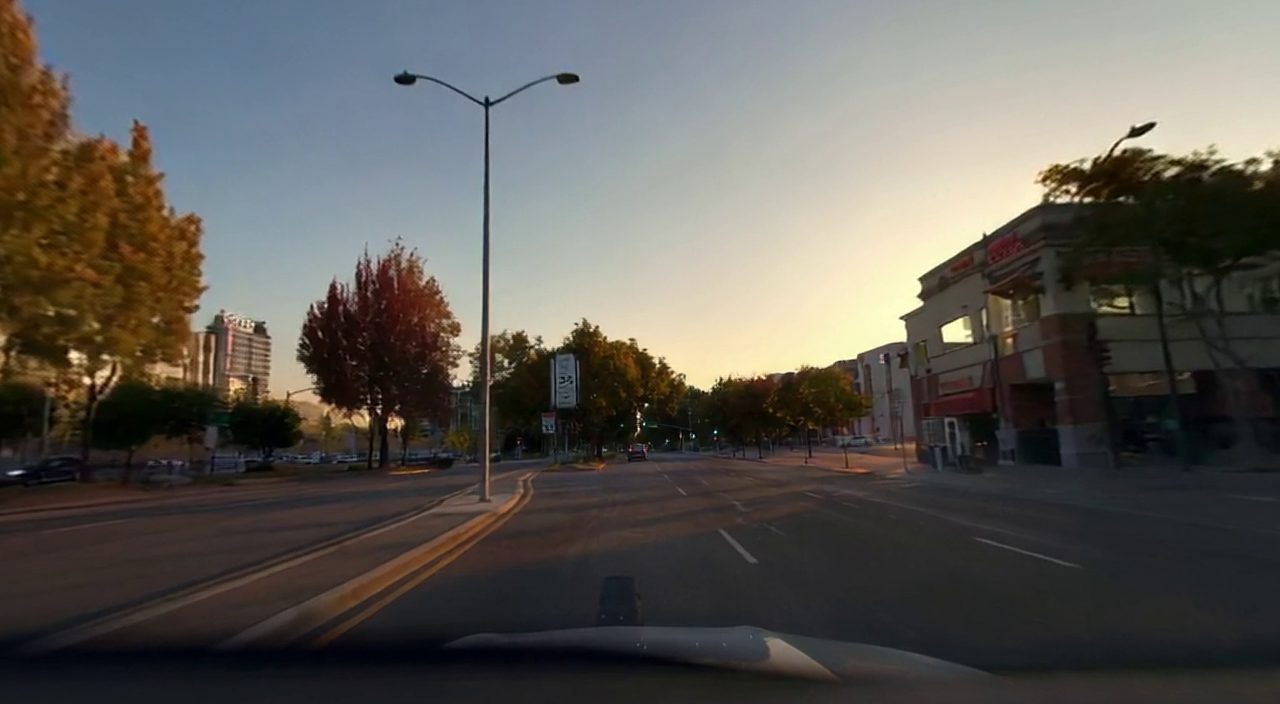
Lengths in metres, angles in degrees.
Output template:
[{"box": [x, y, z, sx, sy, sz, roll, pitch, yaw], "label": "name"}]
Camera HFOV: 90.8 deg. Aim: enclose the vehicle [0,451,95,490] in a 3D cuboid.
[{"box": [-28.892, 5.503, 29.436, 5.122, 1.686, 1.967, 0, -9, 1], "label": "vehicle"}]
